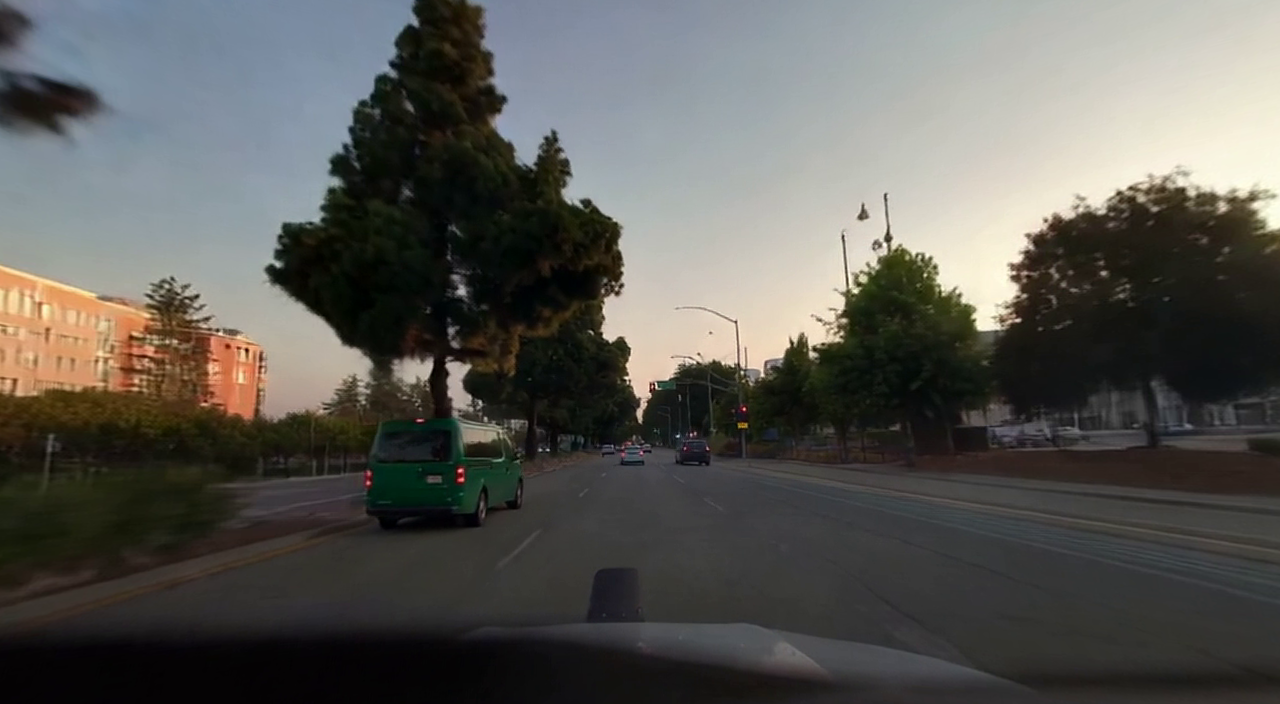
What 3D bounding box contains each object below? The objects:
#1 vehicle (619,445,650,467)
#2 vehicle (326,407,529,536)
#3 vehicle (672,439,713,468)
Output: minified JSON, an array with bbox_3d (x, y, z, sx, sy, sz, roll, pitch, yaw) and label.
[{"bbox_3d":[-0.422,7.114,43.409,2.039,1.455,3.826,0,-9,-2],"label":"vehicle"},{"bbox_3d":[-3.505,2.090,11.600,2.075,1.863,4.744,0,-9,0],"label":"vehicle"},{"bbox_3d":[3.359,6.606,41.241,2.181,1.781,4.257,0,-9,-2],"label":"vehicle"}]
